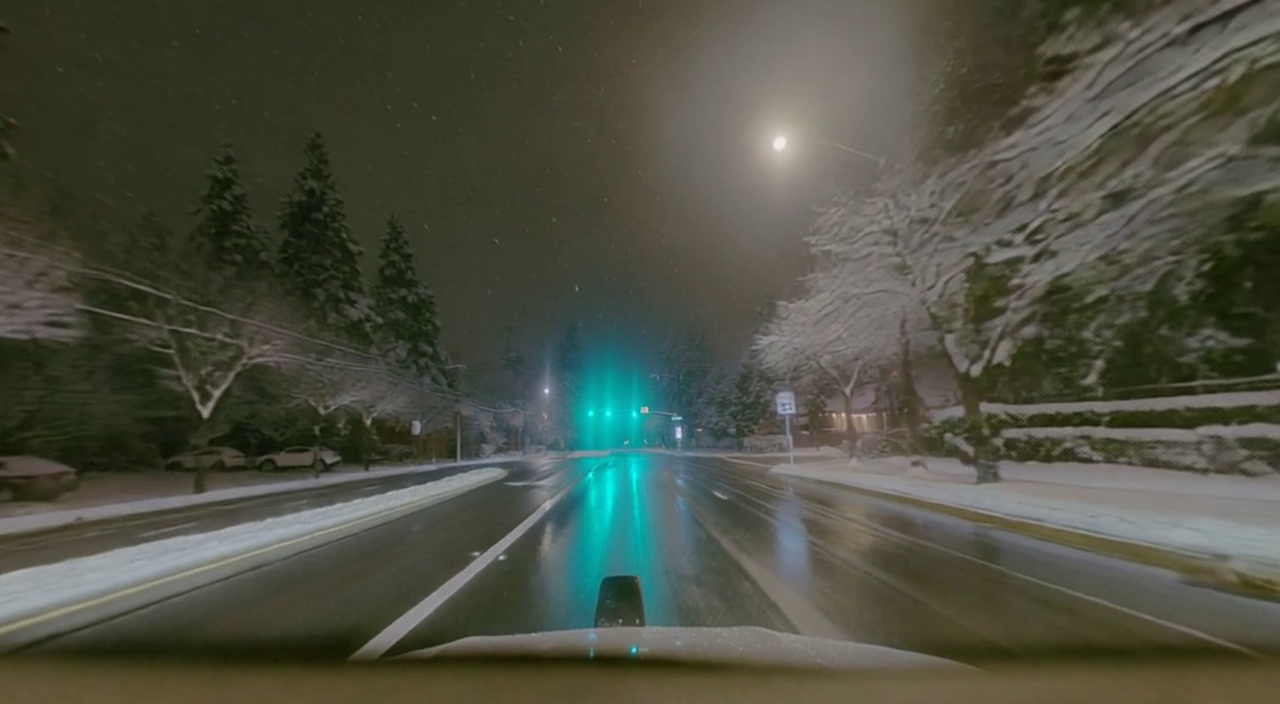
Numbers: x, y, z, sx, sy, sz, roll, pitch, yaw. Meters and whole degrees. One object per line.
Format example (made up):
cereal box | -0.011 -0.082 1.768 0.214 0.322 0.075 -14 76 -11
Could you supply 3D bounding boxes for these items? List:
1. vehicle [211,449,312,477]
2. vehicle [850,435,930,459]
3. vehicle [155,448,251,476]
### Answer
vehicle | -21.374 6.271 35.780 4.495 1.472 1.833 0 -9 -1
vehicle | 19.034 7.283 48.223 5.172 1.468 1.964 -3 -10 -2
vehicle | -26.727 6.760 38.742 4.446 1.548 1.973 -1 -10 2
